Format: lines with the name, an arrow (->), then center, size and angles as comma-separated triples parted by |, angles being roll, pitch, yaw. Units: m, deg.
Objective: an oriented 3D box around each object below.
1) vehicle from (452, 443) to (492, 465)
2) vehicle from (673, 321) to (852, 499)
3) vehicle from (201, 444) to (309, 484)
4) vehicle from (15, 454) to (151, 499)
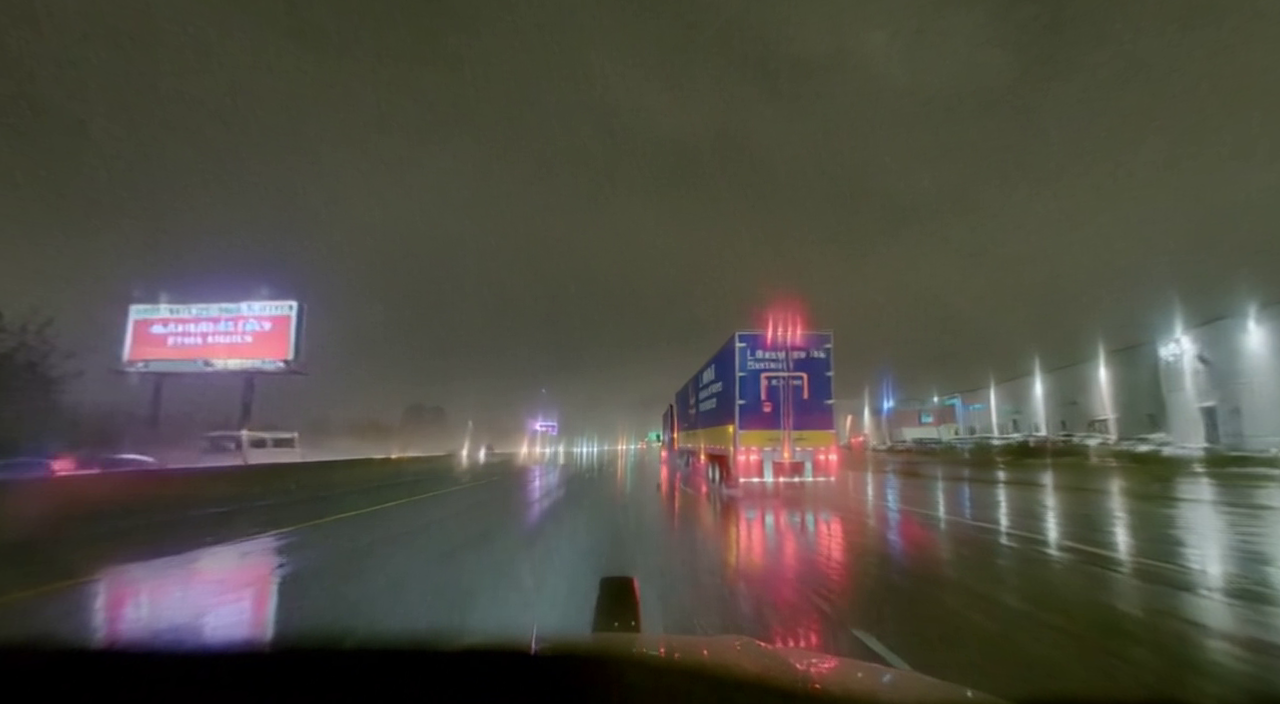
vehicle -> -11.486, 6.974, 43.386 | 1.806, 1.408, 3.416 | 0, -9, 1
vehicle -> 3.434, 2.679, 24.089 | 2.891, 4.387, 17.121 | 0, -9, -2
vehicle -> -14.753, 4.277, 24.457 | 1.956, 1.417, 3.549 | 0, -9, -1
vehicle -> -18.410, 4.096, 21.071 | 1.545, 1.318, 3.236 | 0, -9, 0
